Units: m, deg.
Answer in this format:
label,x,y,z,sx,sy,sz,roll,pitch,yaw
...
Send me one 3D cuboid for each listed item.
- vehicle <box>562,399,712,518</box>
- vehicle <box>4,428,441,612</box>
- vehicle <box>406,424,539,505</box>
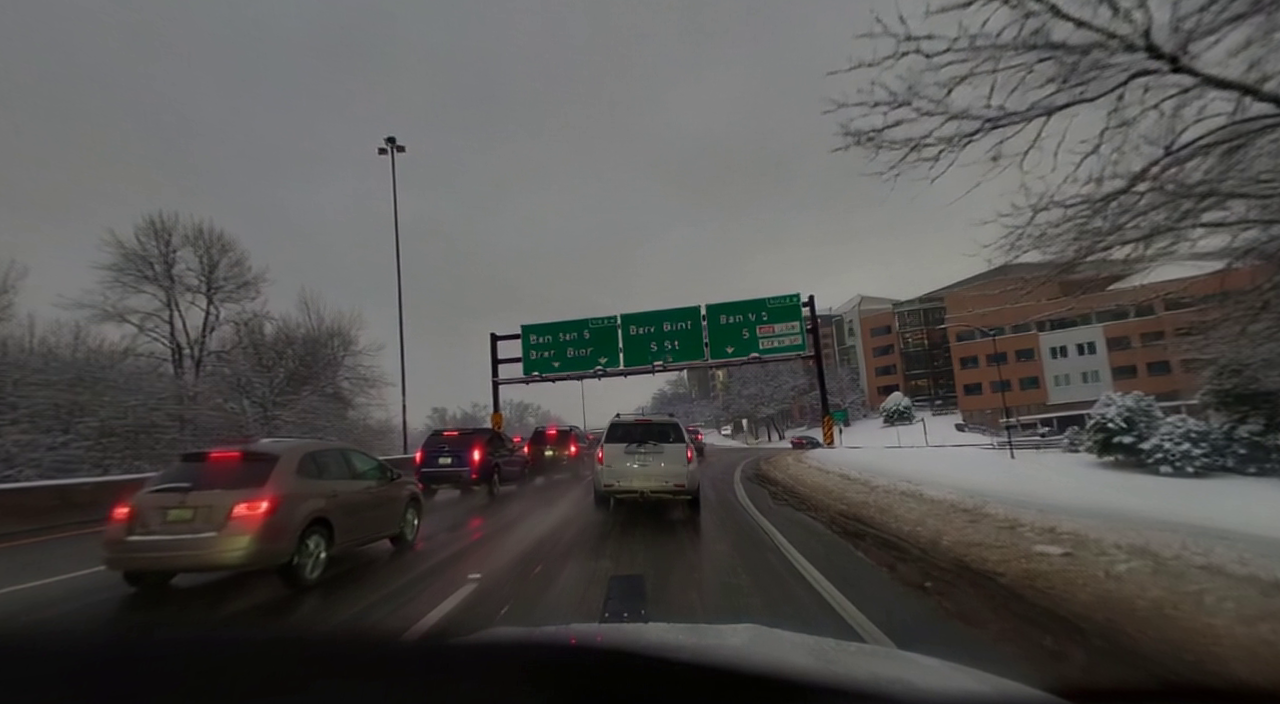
label,x,y,z,sx,sy,sz,roll,pitch,yaw
vehicle,0.027,2.305,14.060,2.616,2.063,5.933,0,-9,2
vehicle,-4.101,1.690,7.330,2.087,1.481,4.225,0,-9,2
vehicle,-4.023,2.791,16.021,1.953,1.729,4.377,0,-9,3
